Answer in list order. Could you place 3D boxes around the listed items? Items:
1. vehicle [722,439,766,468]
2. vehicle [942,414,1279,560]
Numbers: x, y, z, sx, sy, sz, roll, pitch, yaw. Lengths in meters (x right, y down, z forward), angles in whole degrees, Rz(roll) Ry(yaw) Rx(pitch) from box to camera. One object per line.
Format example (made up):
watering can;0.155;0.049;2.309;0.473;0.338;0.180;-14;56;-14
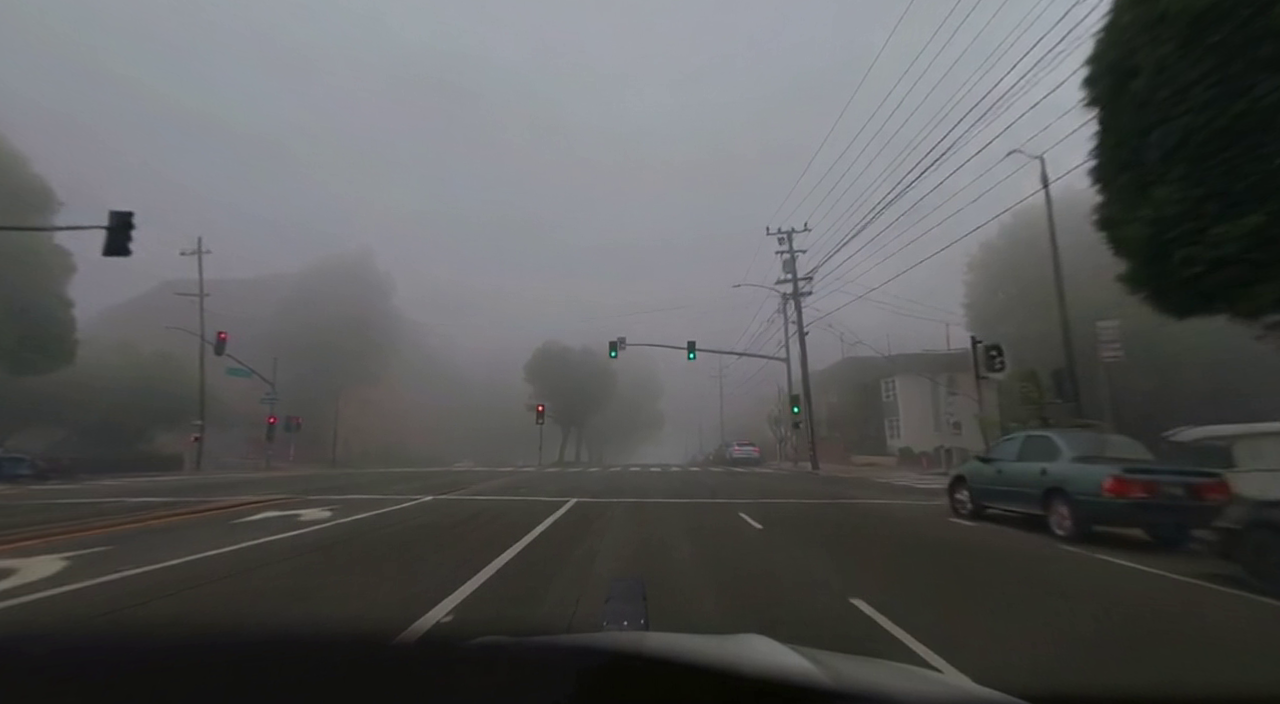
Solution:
vehicle;7.100;6.990;43.668;2.148;1.904;4.910;0;-8;-1
vehicle;6.863;1.969;9.972;1.988;1.740;4.498;0;-8;1
